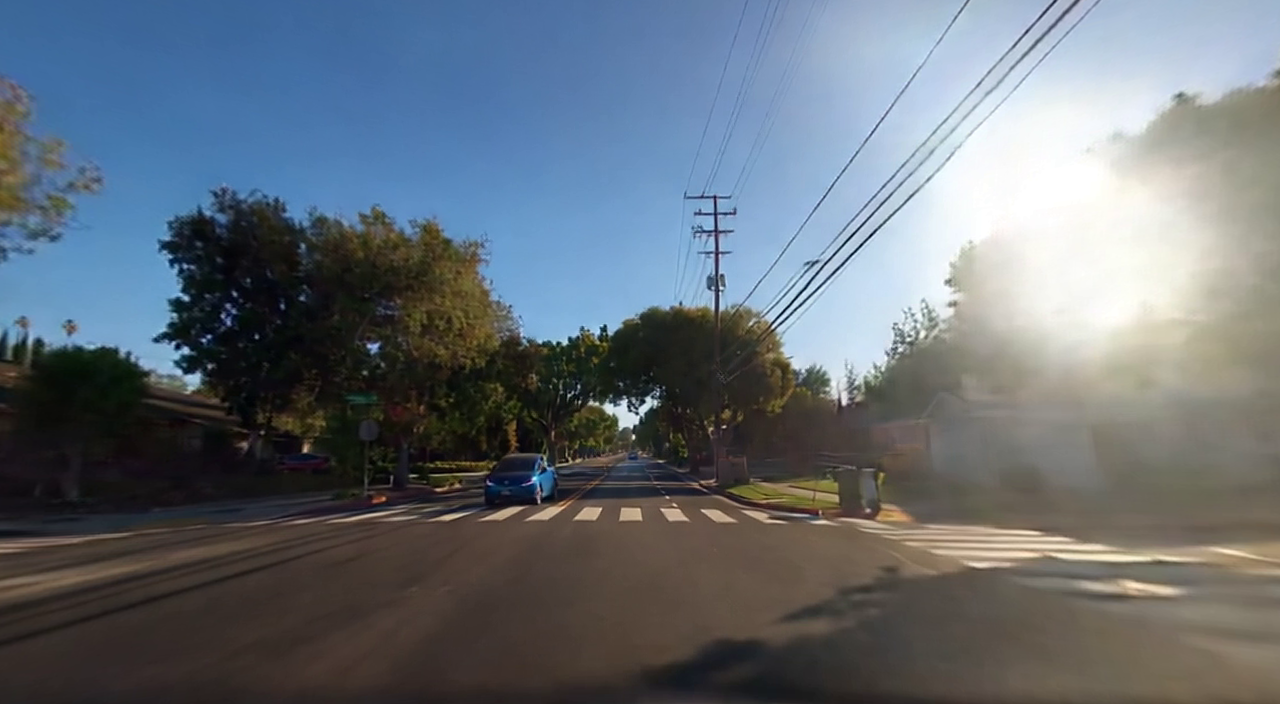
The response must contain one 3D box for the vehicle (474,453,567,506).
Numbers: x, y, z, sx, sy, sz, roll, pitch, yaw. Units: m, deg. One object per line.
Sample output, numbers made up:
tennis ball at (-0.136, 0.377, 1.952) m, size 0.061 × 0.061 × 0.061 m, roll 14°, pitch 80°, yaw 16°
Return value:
vehicle at (-3.639, 3.958, 20.074) m, size 2.102 × 1.463 × 4.024 m, roll 0°, pitch -9°, yaw 1°
